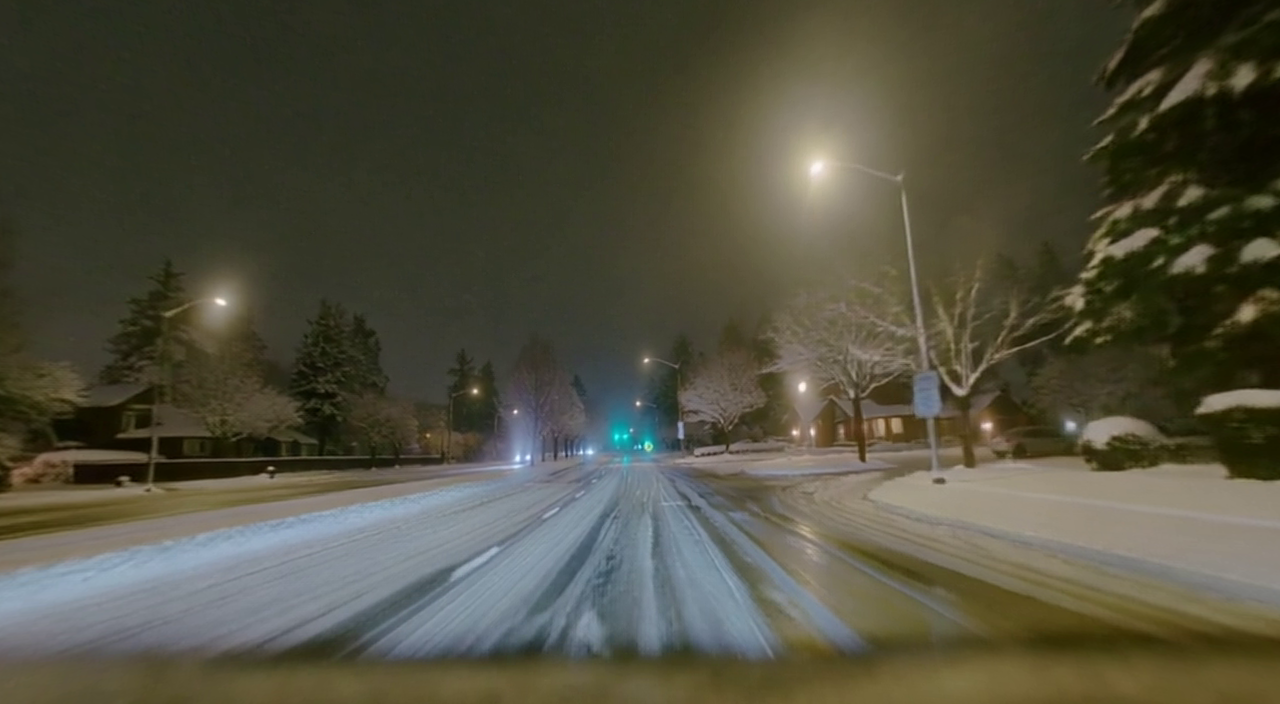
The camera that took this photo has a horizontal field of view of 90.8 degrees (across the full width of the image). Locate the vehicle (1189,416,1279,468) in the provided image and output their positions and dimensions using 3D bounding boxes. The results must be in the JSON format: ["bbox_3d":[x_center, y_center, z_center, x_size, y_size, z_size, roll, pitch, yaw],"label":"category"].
[{"bbox_3d":[20.084,2.863,20.244,1.742,1.545,3.453,0,-7,-1],"label":"vehicle"}]
